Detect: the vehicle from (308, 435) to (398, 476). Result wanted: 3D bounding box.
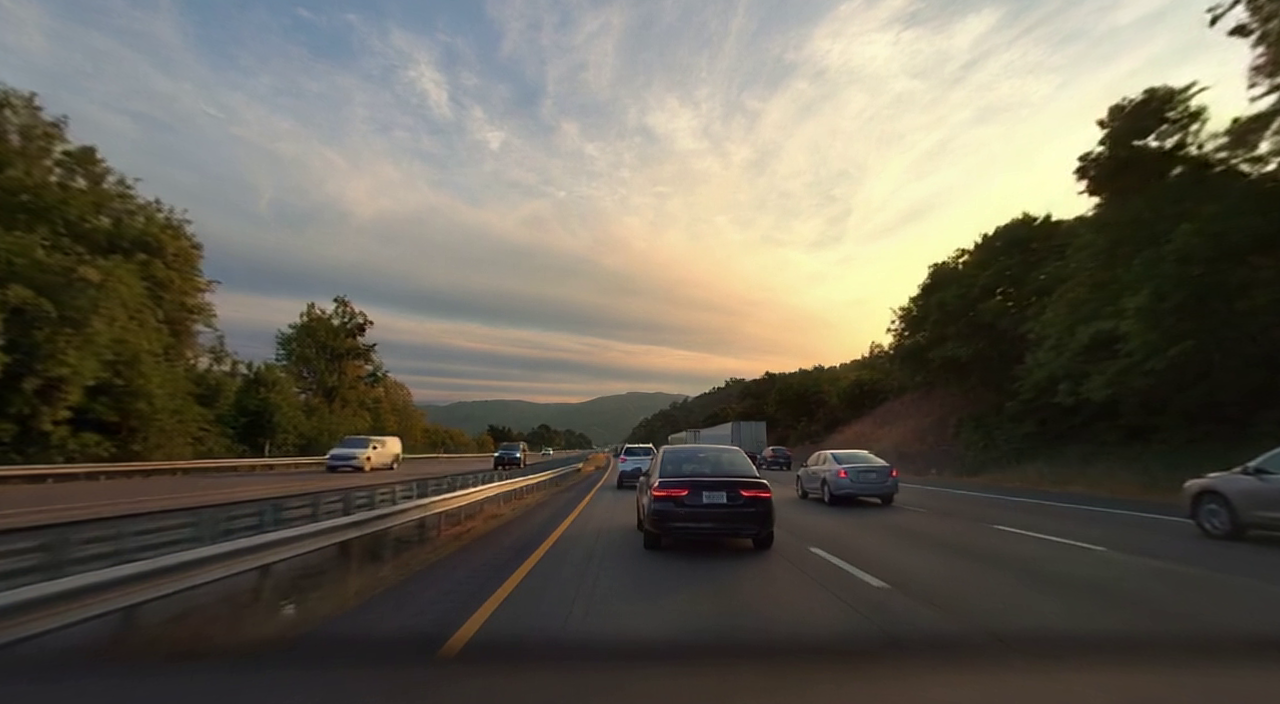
[{"bbox_3d":[-12.875,4.670,28.607,1.991,1.677,4.499,0,-9,-1],"label":"vehicle"}]

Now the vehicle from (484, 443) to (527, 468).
[{"bbox_3d":[-8.557,6.645,40.425,1.865,1.479,3.882,-1,-9,1],"label":"vehicle"}]

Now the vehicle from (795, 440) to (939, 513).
[{"bbox_3d":[5.308,2.953,15.410,1.908,1.500,4.157,0,-9,-1],"label":"vehicle"}]

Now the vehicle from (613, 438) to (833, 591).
[{"bbox_3d":[0.740,1.843,7.927,2.094,1.426,3.725,0,-9,-2],"label":"vehicle"}]
